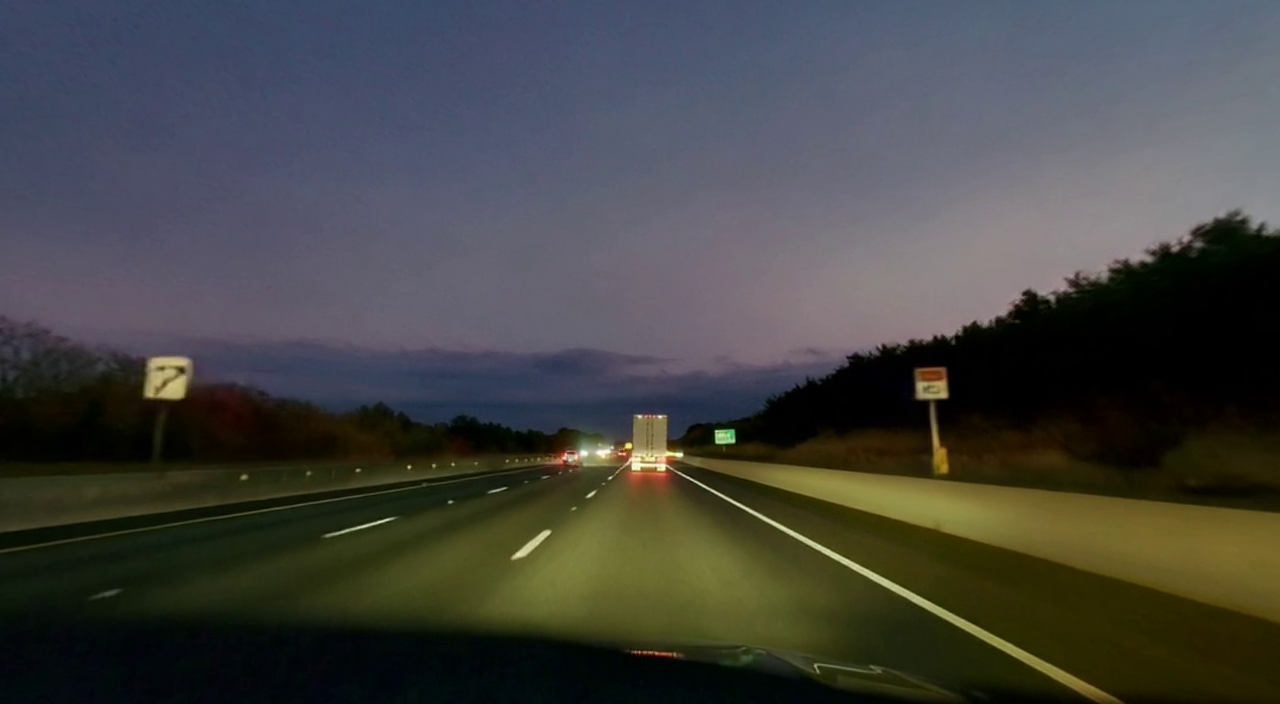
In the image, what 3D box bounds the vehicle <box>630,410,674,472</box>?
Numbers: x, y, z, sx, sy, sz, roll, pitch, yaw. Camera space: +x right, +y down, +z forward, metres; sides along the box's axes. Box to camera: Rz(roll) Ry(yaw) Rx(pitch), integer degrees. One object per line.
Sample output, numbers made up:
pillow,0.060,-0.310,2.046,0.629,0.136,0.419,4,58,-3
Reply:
vehicle,0.784,7.044,49.000,2.901,4.032,14.338,0,-9,0
